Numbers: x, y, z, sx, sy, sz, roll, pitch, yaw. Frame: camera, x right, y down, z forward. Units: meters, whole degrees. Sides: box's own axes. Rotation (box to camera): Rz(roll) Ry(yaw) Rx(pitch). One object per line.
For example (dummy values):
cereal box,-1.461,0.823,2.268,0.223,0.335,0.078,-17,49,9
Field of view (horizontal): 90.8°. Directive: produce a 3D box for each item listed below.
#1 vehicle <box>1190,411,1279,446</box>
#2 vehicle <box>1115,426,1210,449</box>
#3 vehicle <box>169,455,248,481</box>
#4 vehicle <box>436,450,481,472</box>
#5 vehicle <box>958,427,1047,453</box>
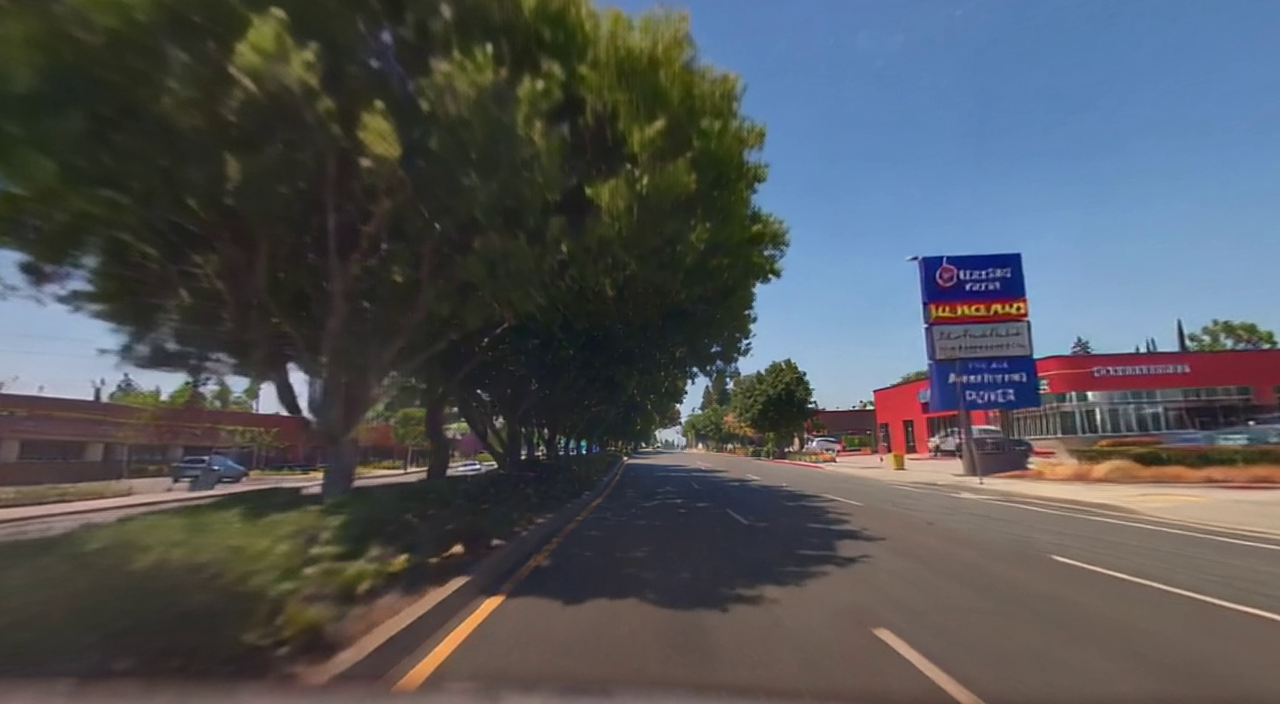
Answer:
vehicle,34.367,4.204,34.604,6.244,1.832,2.191,0,-9,0
vehicle,34.902,5.759,42.269,4.571,1.486,1.881,0,-9,0
vehicle,-26.130,7.015,38.236,4.316,1.464,1.771,-4,-10,23
vehicle,-13.247,7.869,45.988,2.090,1.502,4.767,5,-10,-28
vehicle,22.069,5.394,38.611,4.171,1.492,1.999,0,-9,2
